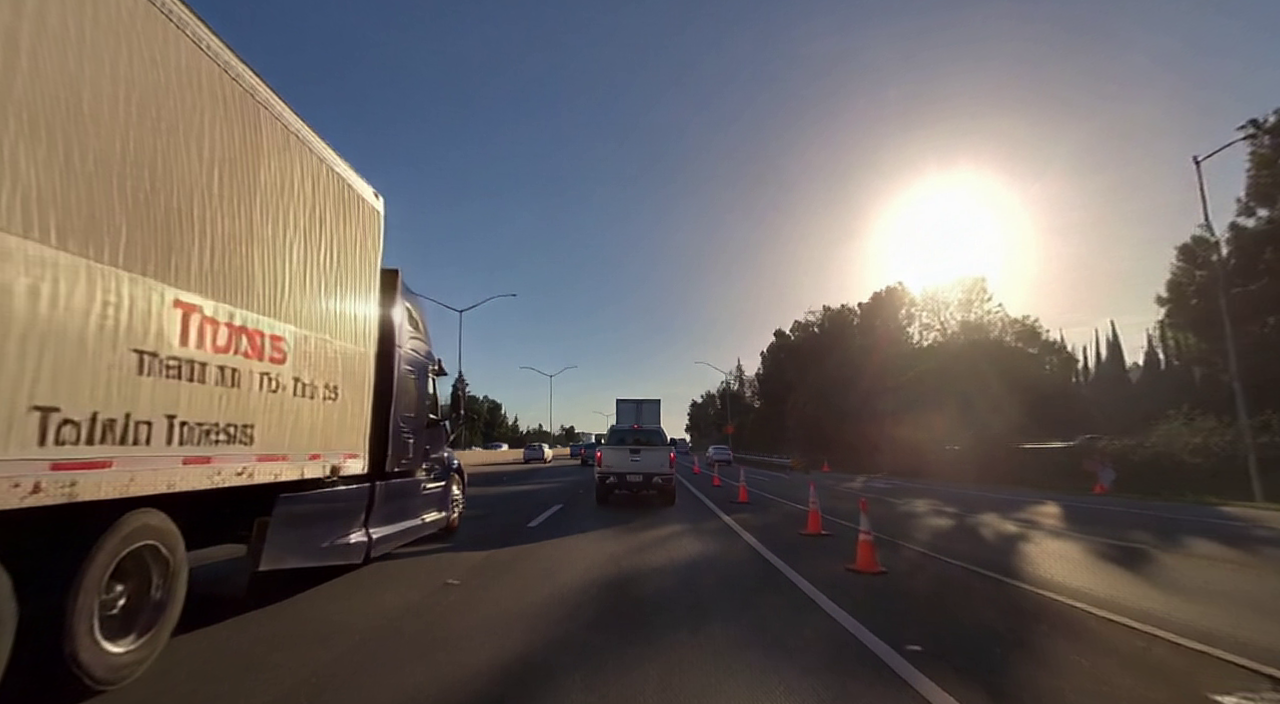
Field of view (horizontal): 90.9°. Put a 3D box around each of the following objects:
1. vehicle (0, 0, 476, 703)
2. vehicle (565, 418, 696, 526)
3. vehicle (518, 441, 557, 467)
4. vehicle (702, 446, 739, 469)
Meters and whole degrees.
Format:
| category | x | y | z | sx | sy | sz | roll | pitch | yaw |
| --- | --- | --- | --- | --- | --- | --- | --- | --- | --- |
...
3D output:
| category | x | y | z | sx | sy | sz | roll | pitch | yaw |
| --- | --- | --- | --- | --- | --- | --- | --- | --- | --- |
| vehicle | -3.816 | 0.163 | 4.451 | 2.990 | 3.885 | 8.243 | 0 | -9 | 0 |
| vehicle | -0.179 | 2.284 | 12.462 | 2.152 | 1.779 | 3.924 | 0 | -9 | -1 |
| vehicle | -7.103 | 7.088 | 44.121 | 1.950 | 1.716 | 4.436 | 0 | -9 | 1 |
| vehicle | 5.519 | 7.268 | 43.808 | 1.918 | 1.479 | 4.571 | 0 | -9 | -1 |
